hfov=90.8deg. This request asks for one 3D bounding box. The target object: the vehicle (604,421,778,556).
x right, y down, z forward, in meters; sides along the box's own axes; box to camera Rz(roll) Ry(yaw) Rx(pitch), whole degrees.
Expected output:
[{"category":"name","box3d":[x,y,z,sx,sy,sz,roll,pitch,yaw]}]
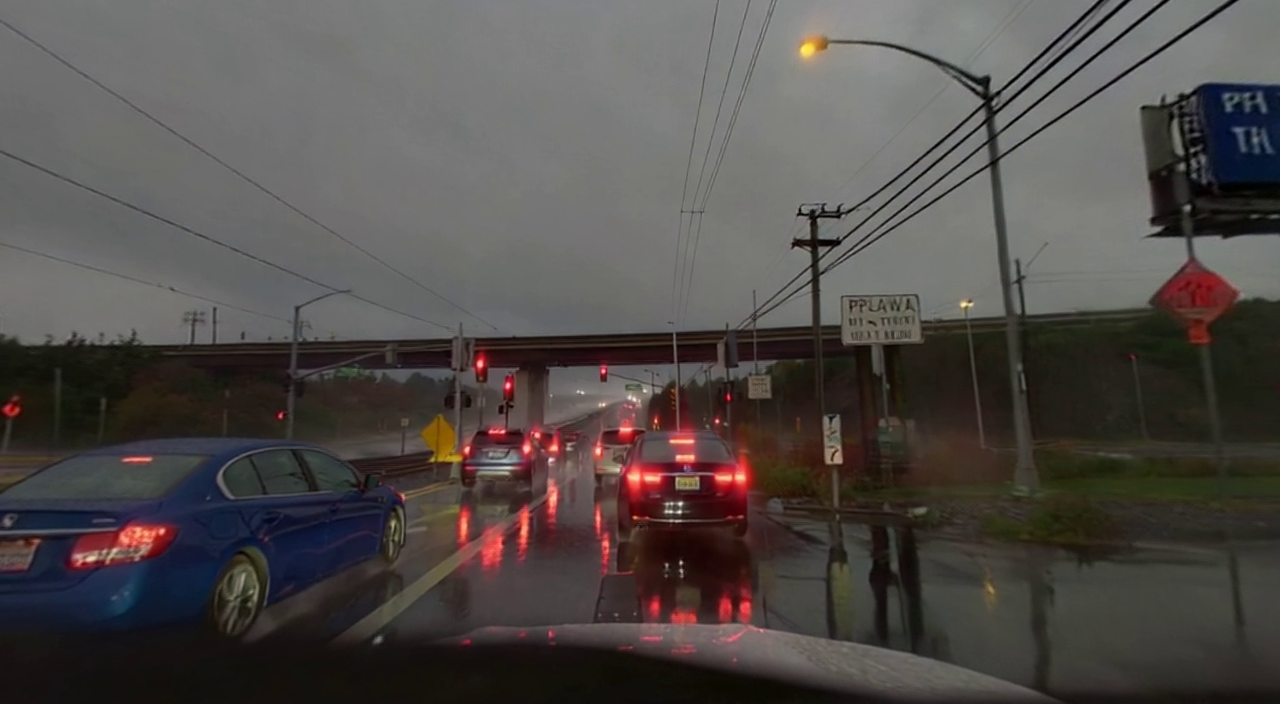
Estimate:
[{"category":"vehicle","box3d":[0.486,1.887,9.336,1.998,1.529,3.960,1,-9,-3]}]

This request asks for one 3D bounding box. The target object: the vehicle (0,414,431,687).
[{"category":"vehicle","box3d":[-3.654,1.434,5.794,1.956,1.468,4.585,0,-9,-1]}]

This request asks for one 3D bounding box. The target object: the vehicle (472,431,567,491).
[{"category":"vehicle","box3d":[-3.285,3.073,18.053,1.984,1.505,4.047,0,-9,-1]}]
